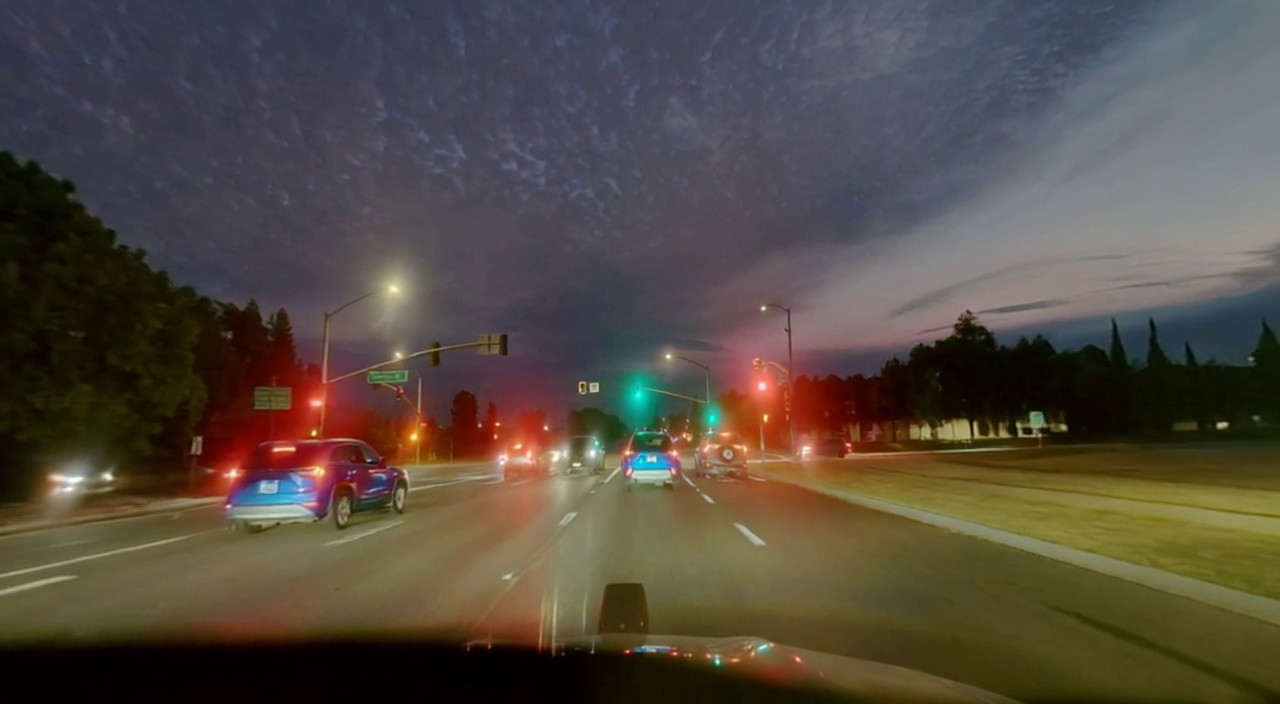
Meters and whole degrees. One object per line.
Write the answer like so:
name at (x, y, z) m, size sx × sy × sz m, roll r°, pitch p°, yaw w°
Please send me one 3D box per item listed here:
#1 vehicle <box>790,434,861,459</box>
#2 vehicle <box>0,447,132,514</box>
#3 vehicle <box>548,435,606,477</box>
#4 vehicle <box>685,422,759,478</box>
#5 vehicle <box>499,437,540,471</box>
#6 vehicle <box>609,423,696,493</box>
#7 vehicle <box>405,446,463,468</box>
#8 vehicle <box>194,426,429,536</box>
vehicle at (14.634, 7.467, 49.952) m, size 4.983 × 1.560 × 1.841 m, roll -4°, pitch -8°, yaw 0°
vehicle at (-18.685, 3.853, 19.144) m, size 4.571 × 1.857 × 2.172 m, roll 0°, pitch -9°, yaw 1°
vehicle at (-2.638, 4.491, 27.489) m, size 2.058 × 1.659 × 4.514 m, roll 0°, pitch -9°, yaw 0°
vehicle at (3.281, 4.137, 26.636) m, size 2.338 × 2.063 × 5.672 m, roll 0°, pitch -9°, yaw 0°
vehicle at (-6.812, 5.693, 35.274) m, size 2.108 × 1.689 × 4.316 m, roll 1°, pitch -9°, yaw -13°
vehicle at (0.320, 3.054, 18.320) m, size 2.235 × 1.778 × 4.178 m, roll 0°, pitch -9°, yaw 0°
vehicle at (-15.167, 7.672, 46.249) m, size 4.460 × 1.517 × 1.860 m, roll -6°, pitch -12°, yaw 39°
vehicle at (-5.853, 2.345, 12.055) m, size 2.052 × 1.664 × 4.476 m, roll 0°, pitch -9°, yaw 0°
